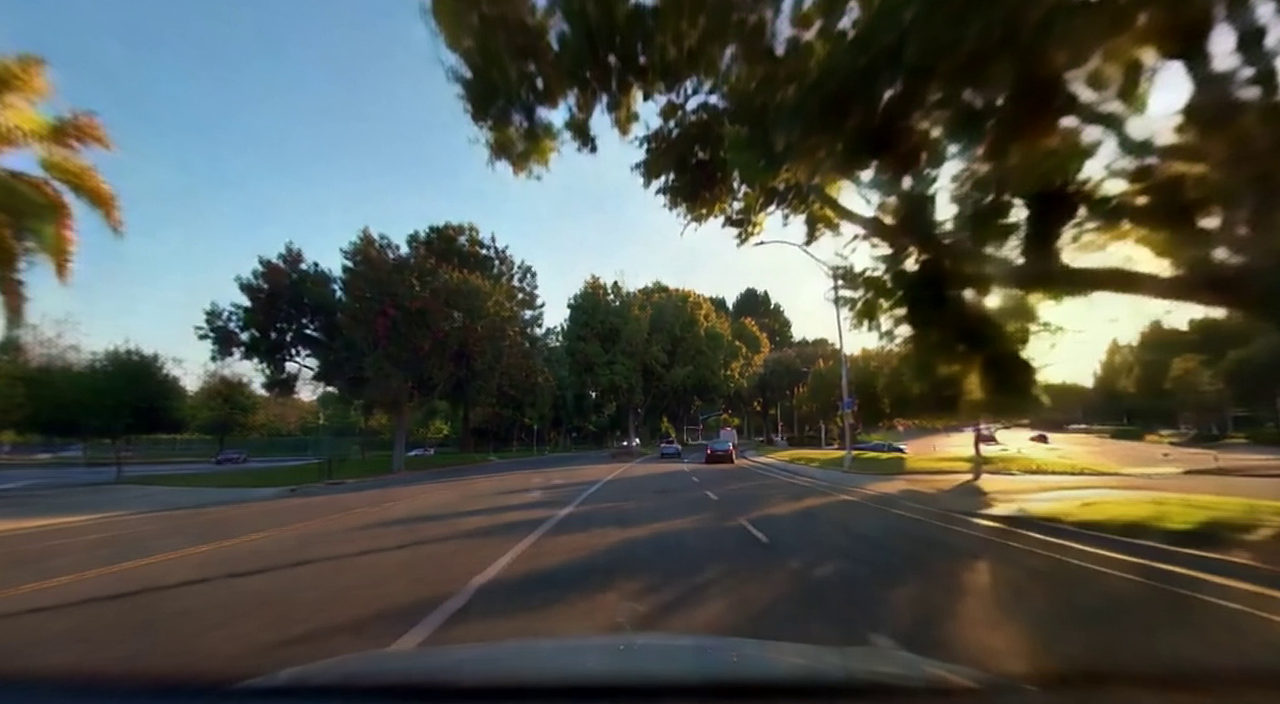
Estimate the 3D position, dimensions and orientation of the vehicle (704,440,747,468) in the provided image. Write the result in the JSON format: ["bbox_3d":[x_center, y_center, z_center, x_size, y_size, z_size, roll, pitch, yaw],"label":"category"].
[{"bbox_3d":[4.815,5.790,36.013,1.989,1.497,4.436,0,-8,2],"label":"vehicle"}]
